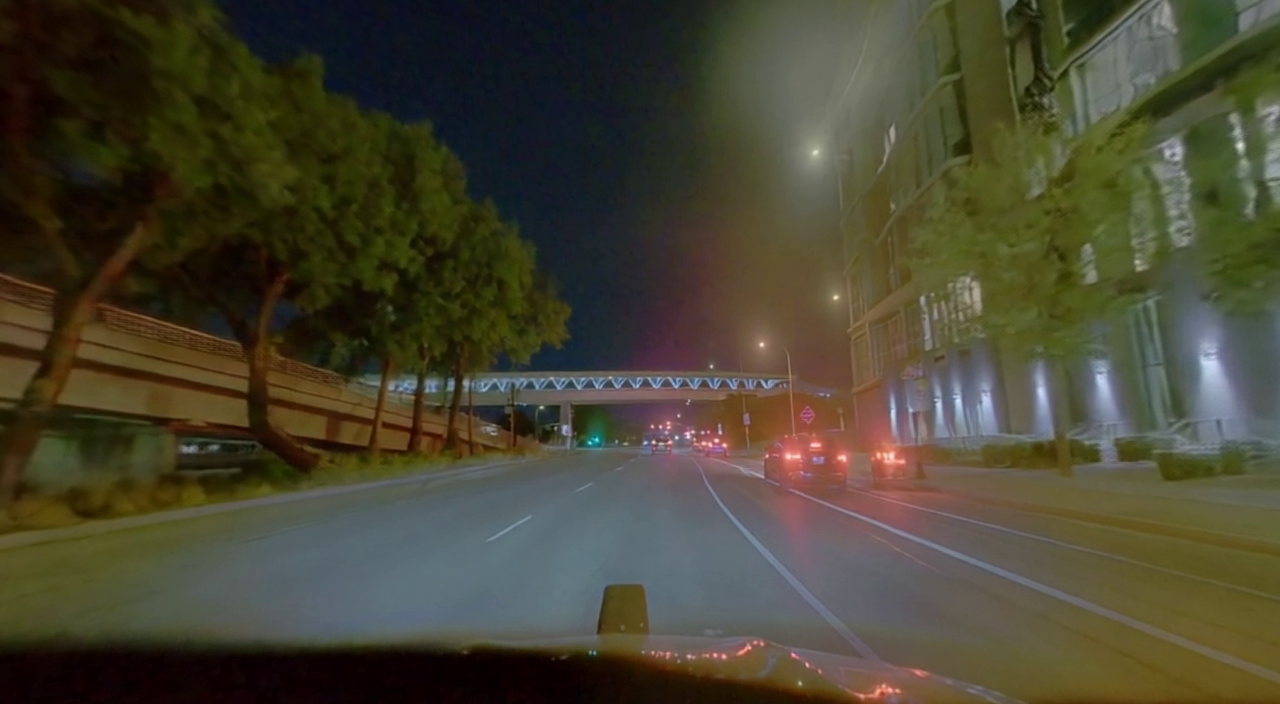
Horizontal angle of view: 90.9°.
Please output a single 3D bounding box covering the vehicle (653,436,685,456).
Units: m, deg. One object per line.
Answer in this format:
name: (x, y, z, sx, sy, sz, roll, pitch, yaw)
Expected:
vehicle: (2.250, 7.115, 47.699, 2.280, 1.475, 4.051, -1, -8, 4)
